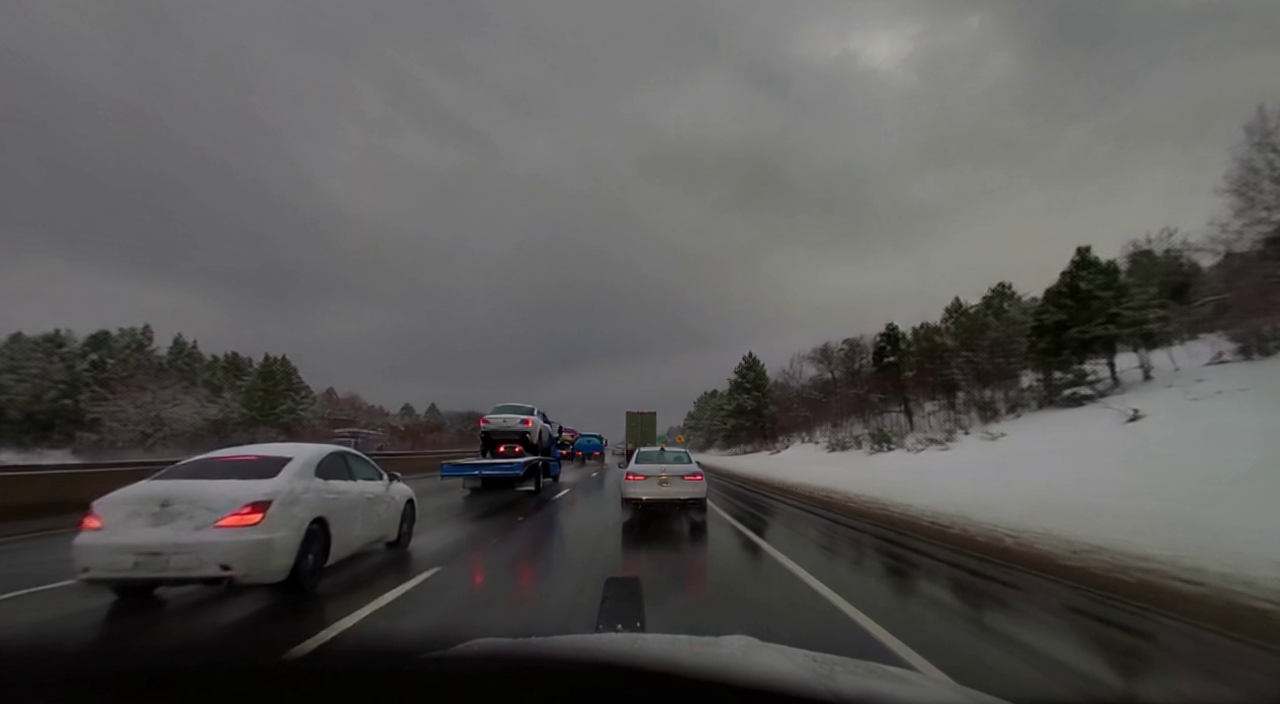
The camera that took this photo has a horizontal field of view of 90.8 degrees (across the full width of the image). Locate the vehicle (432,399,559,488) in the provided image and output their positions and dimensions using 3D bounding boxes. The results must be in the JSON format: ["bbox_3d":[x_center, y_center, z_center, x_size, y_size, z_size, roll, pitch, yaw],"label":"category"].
[{"bbox_3d":[-2.878,1.980,13.541,2.031,1.594,4.103,1,-9,-4],"label":"vehicle"}]

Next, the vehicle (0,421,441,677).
[{"bbox_3d":[-3.660,1.499,6.002,1.947,1.470,4.526,0,-9,2],"label":"vehicle"}]

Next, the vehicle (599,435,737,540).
[{"bbox_3d":[0.408,2.240,10.928,1.991,1.507,3.391,0,-9,0],"label":"vehicle"}]

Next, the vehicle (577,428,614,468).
[{"bbox_3d":[-3.218,7.149,46.885,2.289,2.710,6.726,0,-9,0],"label":"vehicle"}]
